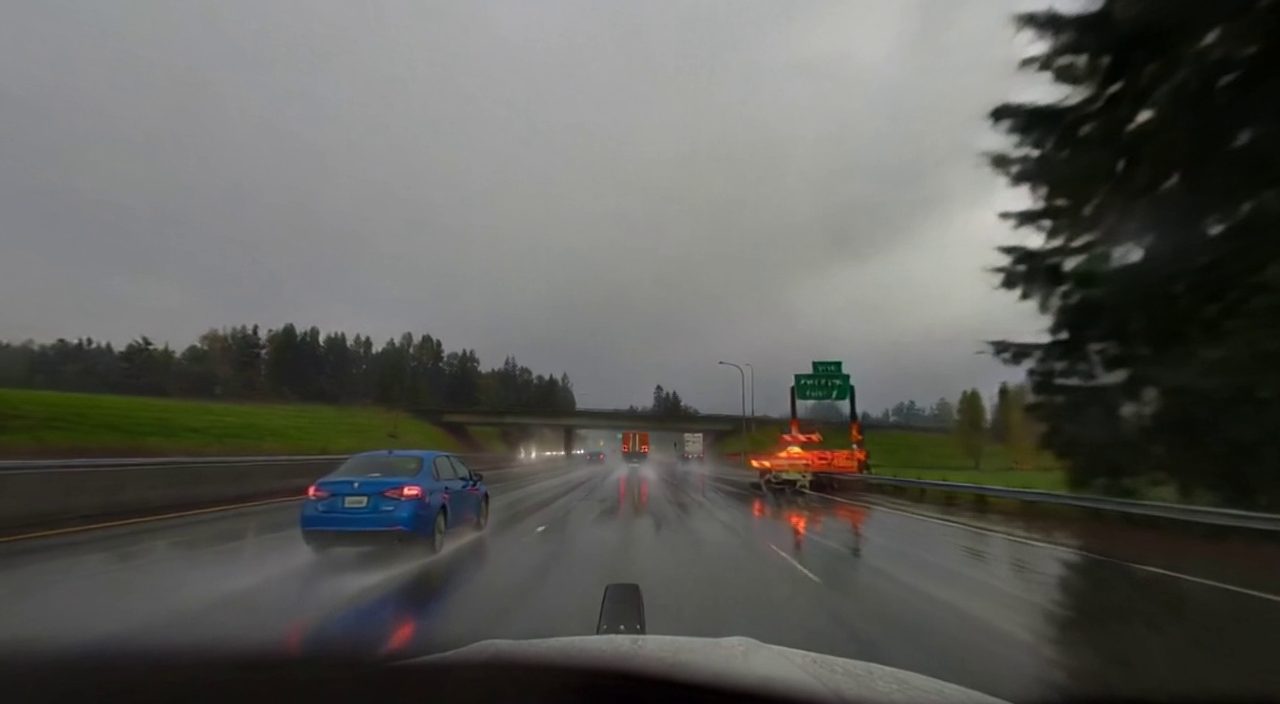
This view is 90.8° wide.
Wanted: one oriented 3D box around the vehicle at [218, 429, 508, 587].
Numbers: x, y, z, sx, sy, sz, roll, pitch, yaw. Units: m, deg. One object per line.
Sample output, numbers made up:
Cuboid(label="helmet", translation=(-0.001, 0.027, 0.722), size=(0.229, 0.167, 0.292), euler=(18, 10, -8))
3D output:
Cuboid(label="vehicle", translation=(-3.361, 1.970, 8.796), size=(2.088, 1.643, 4.215), euler=(0, -9, 0))

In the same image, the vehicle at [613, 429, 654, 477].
Cuboid(label="vehicle", translation=(-0.547, 7.066, 44.401), size=(2.672, 3.056, 6.900), euler=(0, -9, -2))
